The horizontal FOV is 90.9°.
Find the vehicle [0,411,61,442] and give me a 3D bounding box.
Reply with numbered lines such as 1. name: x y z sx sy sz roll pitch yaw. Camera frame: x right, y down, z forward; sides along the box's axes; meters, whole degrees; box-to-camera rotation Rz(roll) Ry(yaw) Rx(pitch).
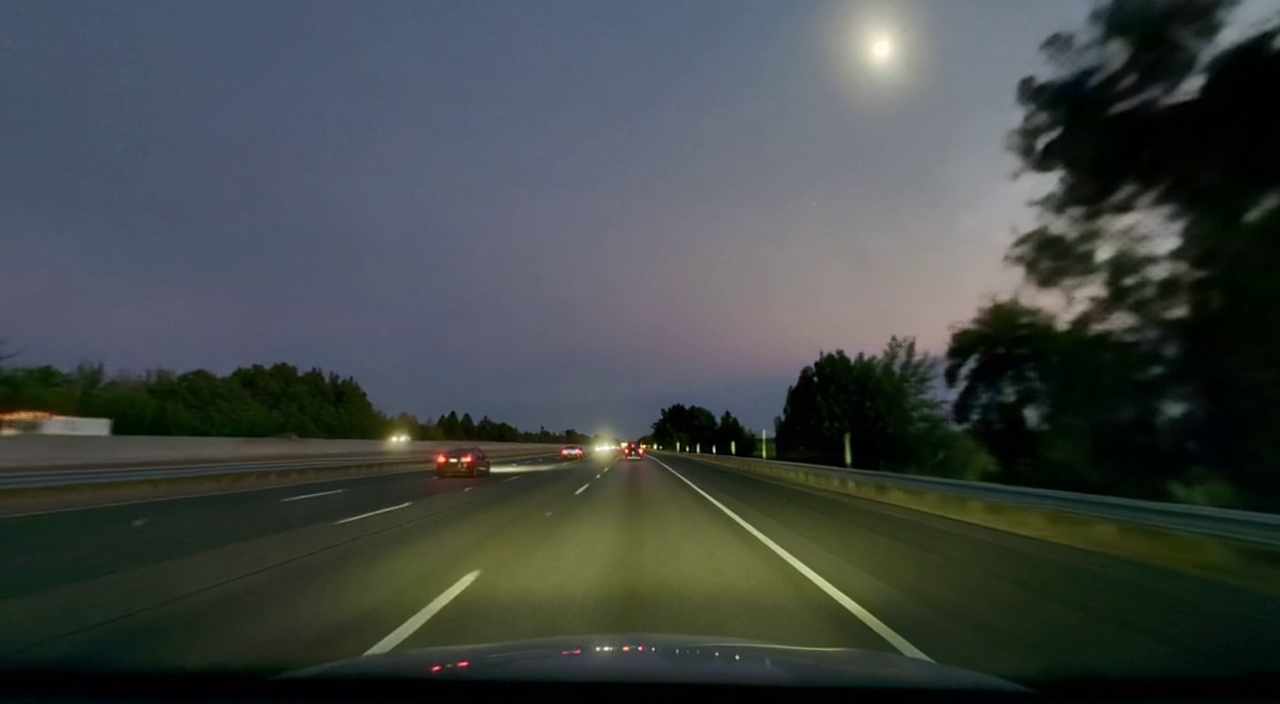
1. vehicle: -42.445 4.994 41.863 2.290 1.947 5.925 0 -8 0

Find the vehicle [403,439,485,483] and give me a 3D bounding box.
1. vehicle: -7.687 4.289 25.132 1.972 1.603 3.891 0 -8 0
